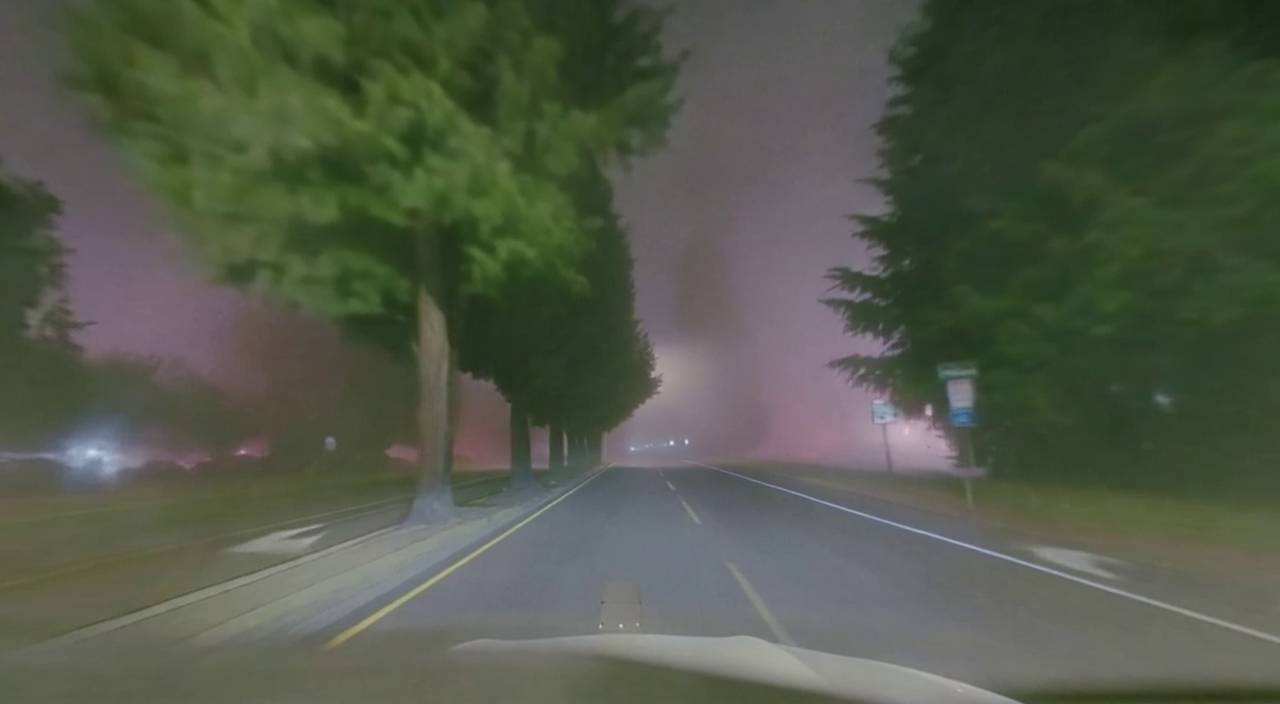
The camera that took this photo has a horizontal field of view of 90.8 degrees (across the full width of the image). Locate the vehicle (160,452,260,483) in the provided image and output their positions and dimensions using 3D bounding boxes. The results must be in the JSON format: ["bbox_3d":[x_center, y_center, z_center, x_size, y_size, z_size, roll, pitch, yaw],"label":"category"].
[{"bbox_3d":[-27.578,7.391,40.630,4.783,1.722,2.206,-1,-7,-2],"label":"vehicle"}]

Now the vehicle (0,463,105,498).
[{"bbox_3d":[-27.247,5.823,28.689,4.144,1.408,1.896,0,-8,1],"label":"vehicle"}]

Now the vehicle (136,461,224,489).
[{"bbox_3d":[-27.397,7.321,37.710,3.810,1.444,1.742,-1,-7,-2],"label":"vehicle"}]
